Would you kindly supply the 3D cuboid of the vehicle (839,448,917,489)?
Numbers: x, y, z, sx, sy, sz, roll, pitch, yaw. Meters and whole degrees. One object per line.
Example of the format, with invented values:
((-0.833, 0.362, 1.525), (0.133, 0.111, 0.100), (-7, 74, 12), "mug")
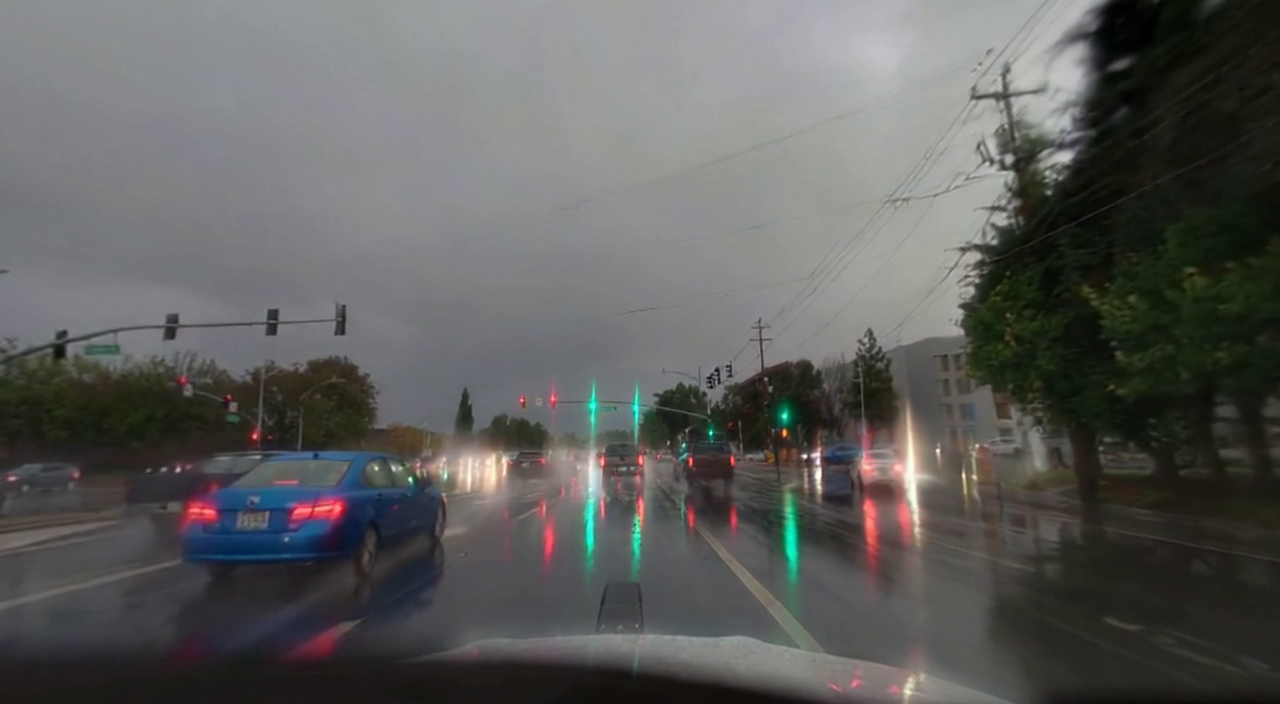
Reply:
((9.312, 4.557, 25.055), (2.212, 1.466, 4.126), (-2, -9, 11), "vehicle")

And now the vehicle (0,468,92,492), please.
((-39.751, 8.532, 42.207), (4.309, 1.411, 1.906), (1, -9, -7), "vehicle")

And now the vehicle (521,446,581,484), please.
((-4.354, 5.597, 31.648), (2.273, 1.749, 4.385), (0, -9, 1), "vehicle")

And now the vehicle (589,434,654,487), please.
((-0.721, 4.901, 28.829), (2.643, 2.145, 5.585), (0, -9, 1), "vehicle")

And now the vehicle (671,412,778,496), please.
((2.834, 3.756, 23.493), (2.905, 2.636, 6.895), (0, -9, -1), "vehicle")

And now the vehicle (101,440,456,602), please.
((-4.047, 1.929, 8.219), (1.939, 1.494, 4.499), (0, -9, 0), "vehicle")
